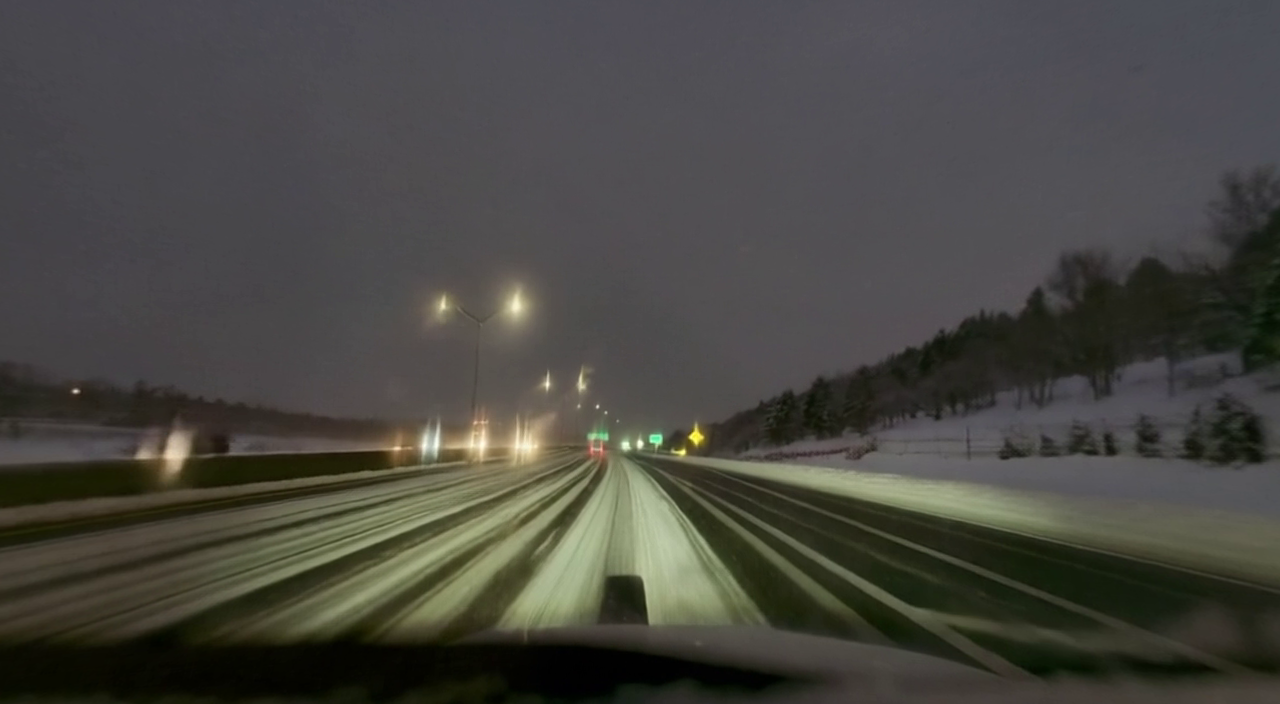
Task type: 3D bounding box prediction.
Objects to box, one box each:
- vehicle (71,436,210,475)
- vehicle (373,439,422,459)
[{"bbox_3d":[-20.794,4.316,26.594,1.944,1.479,4.827,0,-8,-1],"label":"vehicle"},{"bbox_3d":[-18.468,7.397,48.286,1.950,1.463,4.621,0,-8,-1],"label":"vehicle"}]
